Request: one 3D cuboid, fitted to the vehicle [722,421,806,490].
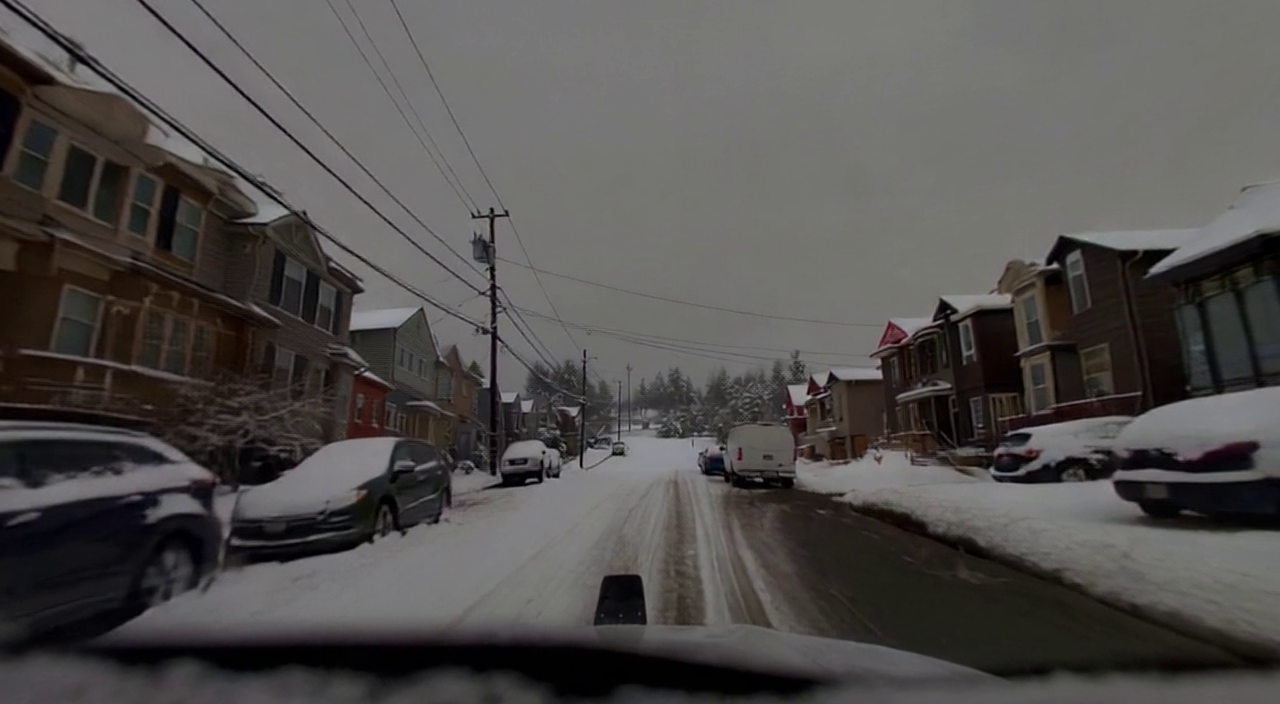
[{"bbox_3d":[4.340,3.670,22.874,2.343,2.229,4.199,0,-8,3],"label":"vehicle"}]

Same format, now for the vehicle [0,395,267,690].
[{"bbox_3d":[-4.636,1.106,4.033,1.967,1.656,3.924,3,-6,1],"label":"vehicle"}]

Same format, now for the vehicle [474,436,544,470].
[{"bbox_3d":[-7.908,6.112,38.384,3.684,1.628,1.792,4,-5,3],"label":"vehicle"}]

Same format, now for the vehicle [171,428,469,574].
[{"bbox_3d":[-4.118,1.900,9.201,1.960,1.507,4.542,-1,-6,0],"label":"vehicle"}]

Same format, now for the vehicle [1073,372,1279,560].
[{"bbox_3d":[8.681,1.030,7.273,5.615,1.787,2.014,-7,-10,3],"label":"vehicle"}]
